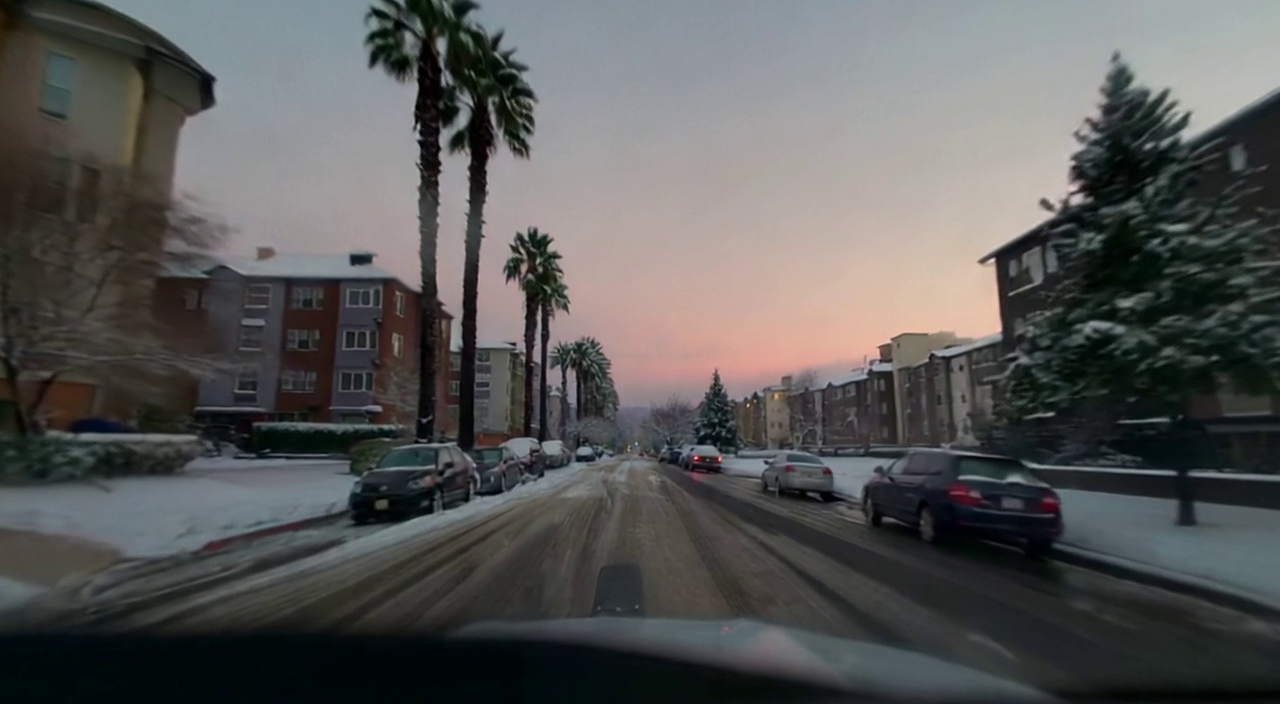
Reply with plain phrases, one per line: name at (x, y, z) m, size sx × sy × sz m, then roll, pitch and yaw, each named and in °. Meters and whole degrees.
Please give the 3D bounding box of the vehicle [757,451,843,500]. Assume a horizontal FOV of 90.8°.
vehicle at (5.249, 4.063, 21.199) m, size 1.812 × 1.461 × 3.575 m, roll 0°, pitch -9°, yaw -2°

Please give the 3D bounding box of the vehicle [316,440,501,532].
vehicle at (-4.521, 2.688, 13.324) m, size 2.066 × 1.506 × 4.719 m, roll 1°, pitch -9°, yaw 0°

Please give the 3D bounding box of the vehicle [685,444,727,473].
vehicle at (4.263, 7.004, 41.733) m, size 1.969 × 1.782 × 4.677 m, roll 1°, pitch -9°, yaw -4°

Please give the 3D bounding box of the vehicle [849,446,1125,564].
vehicle at (5.448, 2.417, 10.843) m, size 2.121 × 1.568 × 4.473 m, roll 0°, pitch -9°, yaw -1°
